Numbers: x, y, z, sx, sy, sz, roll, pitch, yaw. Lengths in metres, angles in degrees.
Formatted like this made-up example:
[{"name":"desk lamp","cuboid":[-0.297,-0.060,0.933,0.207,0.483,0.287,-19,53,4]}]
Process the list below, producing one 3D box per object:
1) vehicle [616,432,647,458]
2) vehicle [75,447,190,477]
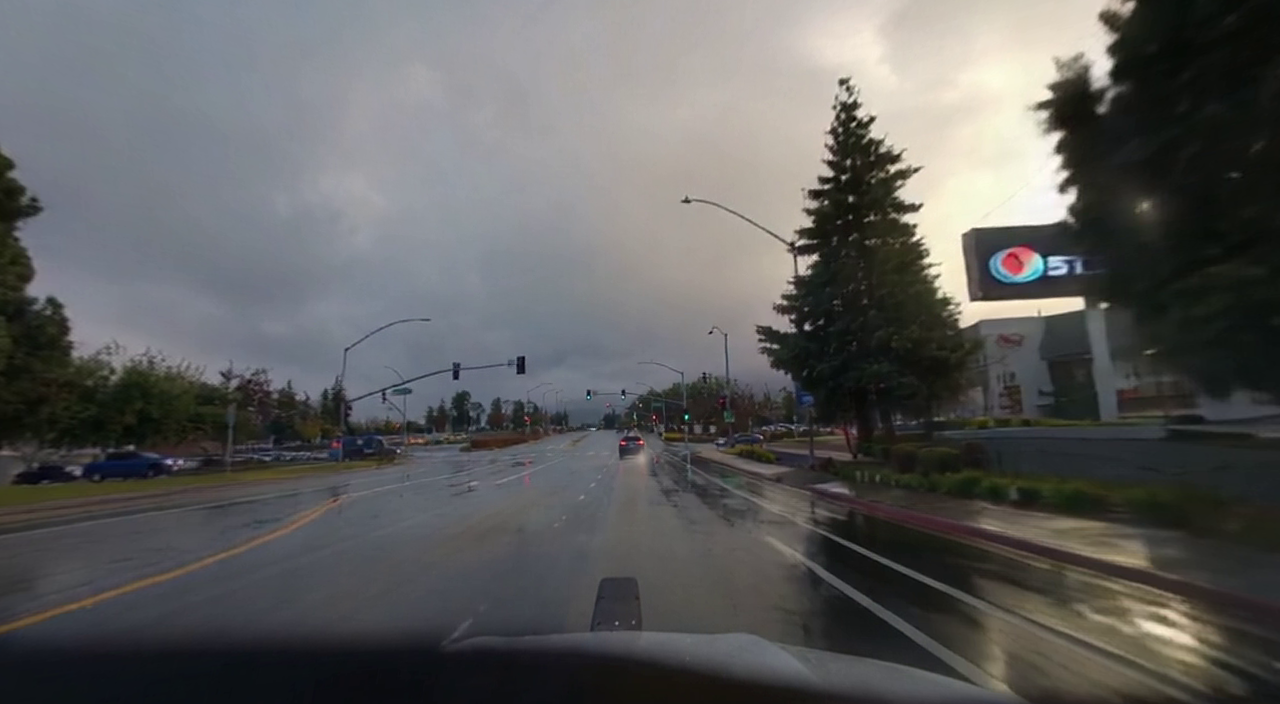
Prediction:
[{"name":"vehicle","cuboid":[-0.581,6.273,42.594,2.024,1.628,4.774,0,-8,-1]},{"name":"vehicle","cuboid":[-30.625,6.625,38.272,5.136,1.723,1.953,0,-8,-3]}]
